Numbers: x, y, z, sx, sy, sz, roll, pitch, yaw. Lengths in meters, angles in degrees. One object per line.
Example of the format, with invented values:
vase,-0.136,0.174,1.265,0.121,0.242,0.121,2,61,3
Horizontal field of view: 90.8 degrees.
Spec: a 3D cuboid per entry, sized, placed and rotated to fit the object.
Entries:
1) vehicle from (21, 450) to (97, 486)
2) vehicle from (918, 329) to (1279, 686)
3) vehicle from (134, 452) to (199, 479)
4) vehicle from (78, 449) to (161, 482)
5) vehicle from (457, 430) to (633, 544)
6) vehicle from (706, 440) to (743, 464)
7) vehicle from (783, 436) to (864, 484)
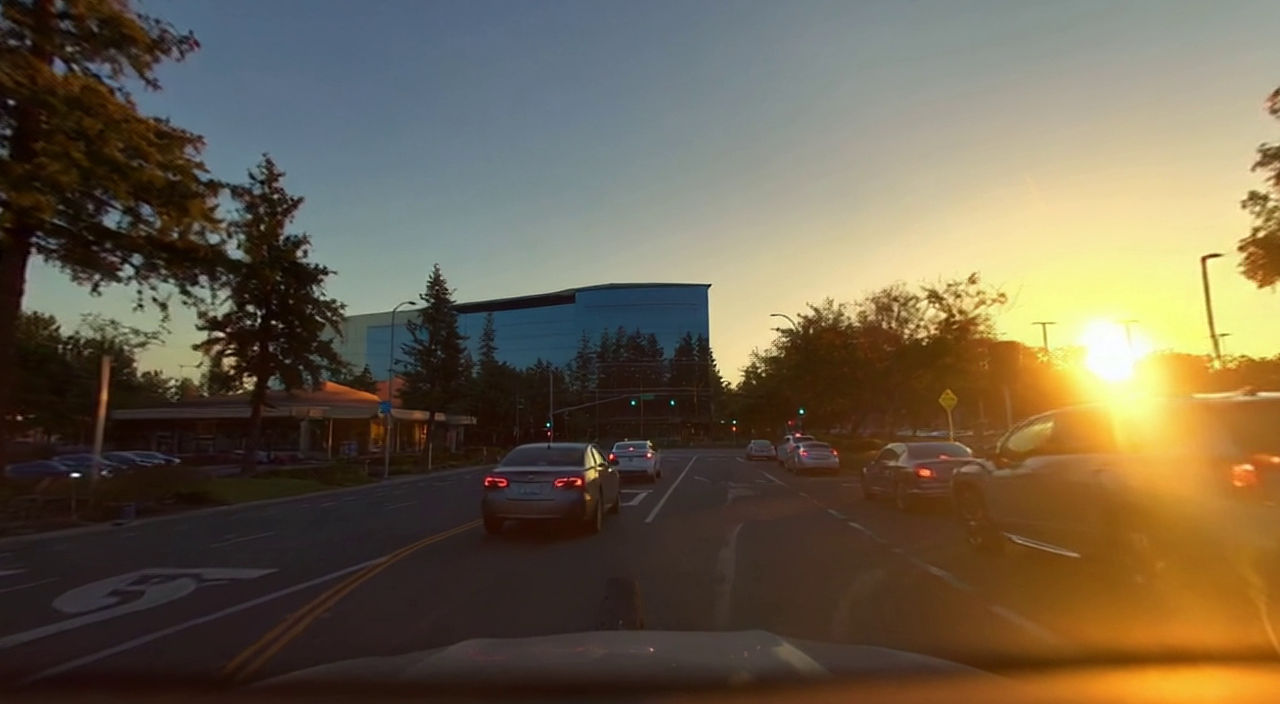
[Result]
vehicle,-27.406,5.416,29.757,3.865,1.499,1.804,-6,-10,37
vehicle,4.850,1.215,5.933,2.324,1.907,5.634,-1,-8,5
vehicle,-26.345,6.267,35.152,3.527,1.390,1.681,-5,-10,33
vehicle,-26.916,5.801,32.617,4.127,1.583,1.978,-5,-10,32
vehicle,-1.303,2.117,10.634,1.968,1.497,4.286,-1,-8,5
vehicle,5.338,6.370,40.396,2.095,1.473,4.301,-1,-8,5
vehicle,6.327,3.748,22.336,1.910,1.493,4.490,-1,-8,5
